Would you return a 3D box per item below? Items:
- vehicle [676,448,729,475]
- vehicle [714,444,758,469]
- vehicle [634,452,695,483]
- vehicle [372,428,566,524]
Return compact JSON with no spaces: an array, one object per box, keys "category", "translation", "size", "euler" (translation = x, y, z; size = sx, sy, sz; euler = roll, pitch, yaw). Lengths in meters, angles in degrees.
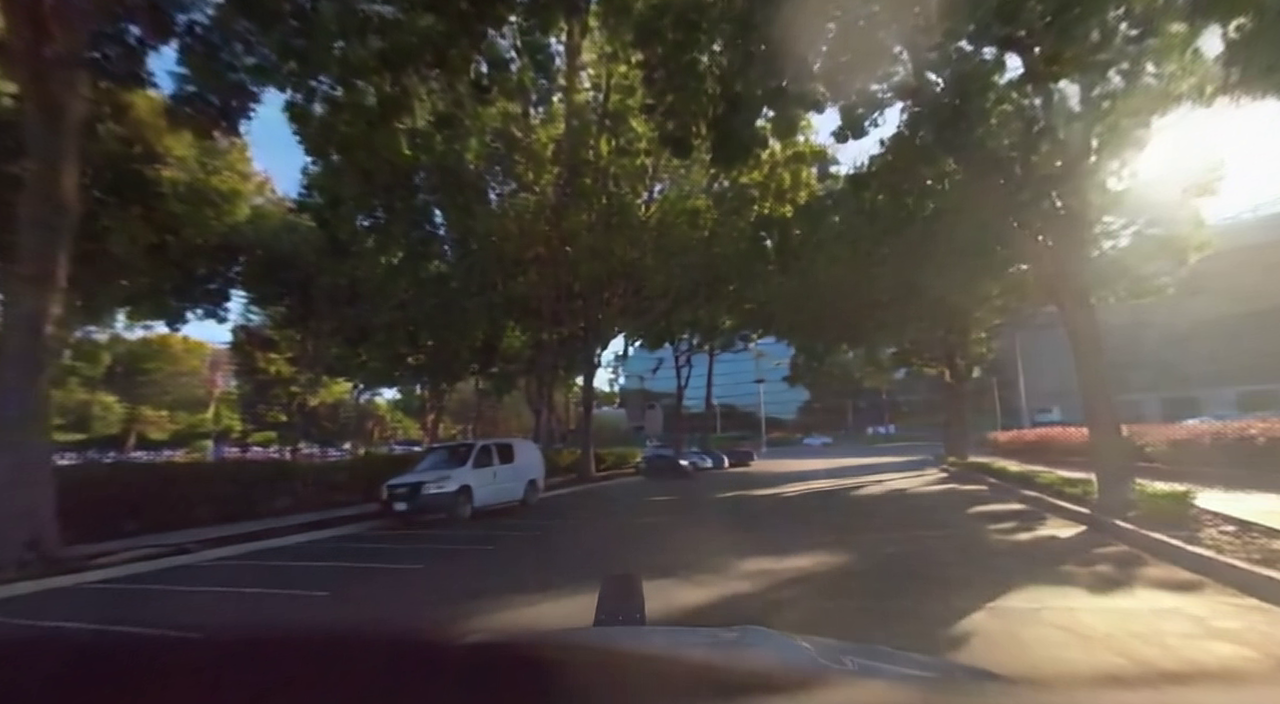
[{"category":"vehicle","translation":[3.868,6.636,38.561],"size":[2.038,1.525,4.383],"euler":[-4,-9,22]},{"category":"vehicle","translation":[7.426,7.984,48.403],"size":[2.360,1.741,4.912],"euler":[-3,-9,20]},{"category":"vehicle","translation":[1.321,5.958,32.832],"size":[1.938,1.191,3.630],"euler":[-10,-10,20]},{"category":"vehicle","translation":[-4.467,3.359,17.808],"size":[2.433,2.193,5.547],"euler":[-4,-9,20]}]
